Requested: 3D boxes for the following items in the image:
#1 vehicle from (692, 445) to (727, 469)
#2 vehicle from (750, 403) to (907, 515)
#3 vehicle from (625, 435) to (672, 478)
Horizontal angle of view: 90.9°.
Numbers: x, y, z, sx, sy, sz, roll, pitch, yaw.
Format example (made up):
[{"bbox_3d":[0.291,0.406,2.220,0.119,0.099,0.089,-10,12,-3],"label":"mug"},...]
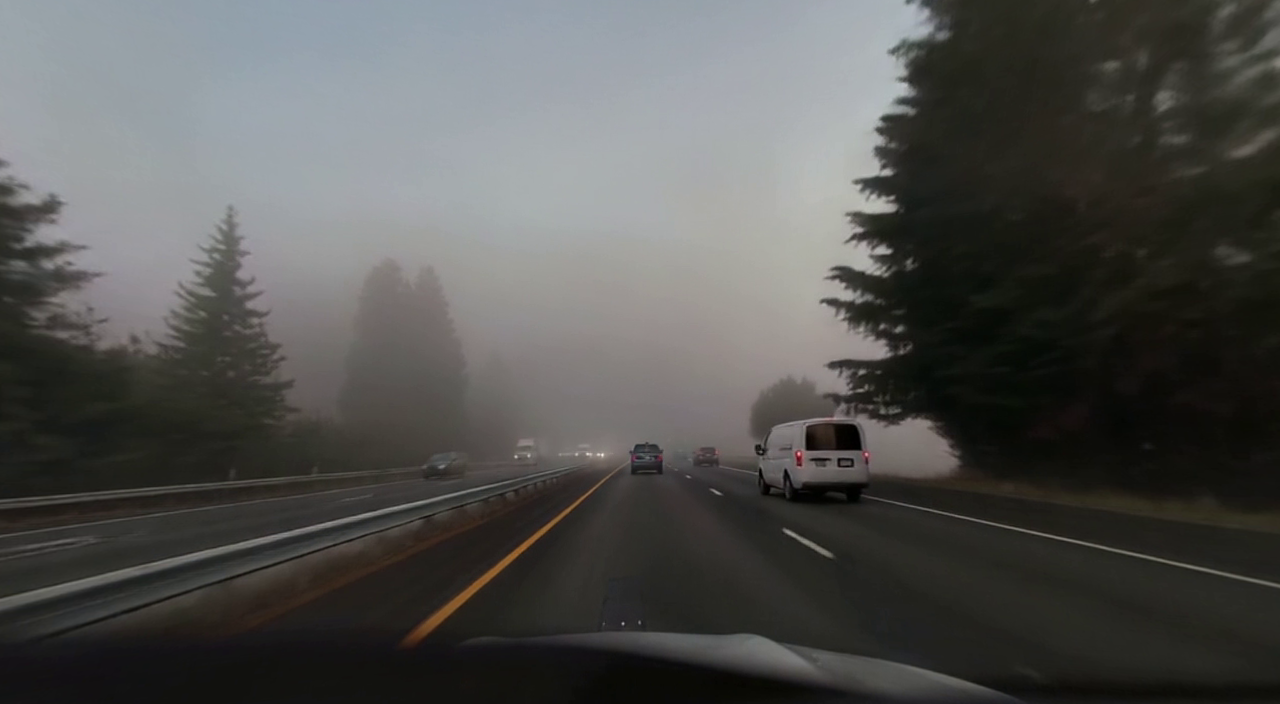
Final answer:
[{"bbox_3d":[4.630,7.026,42.342,1.868,1.566,3.509,0,-9,-1],"label":"vehicle"},{"bbox_3d":[4.303,2.560,15.433,2.232,2.290,4.720,0,-9,-2],"label":"vehicle"},{"bbox_3d":[0.396,5.099,30.870,2.143,1.925,4.101,0,-9,0],"label":"vehicle"}]
